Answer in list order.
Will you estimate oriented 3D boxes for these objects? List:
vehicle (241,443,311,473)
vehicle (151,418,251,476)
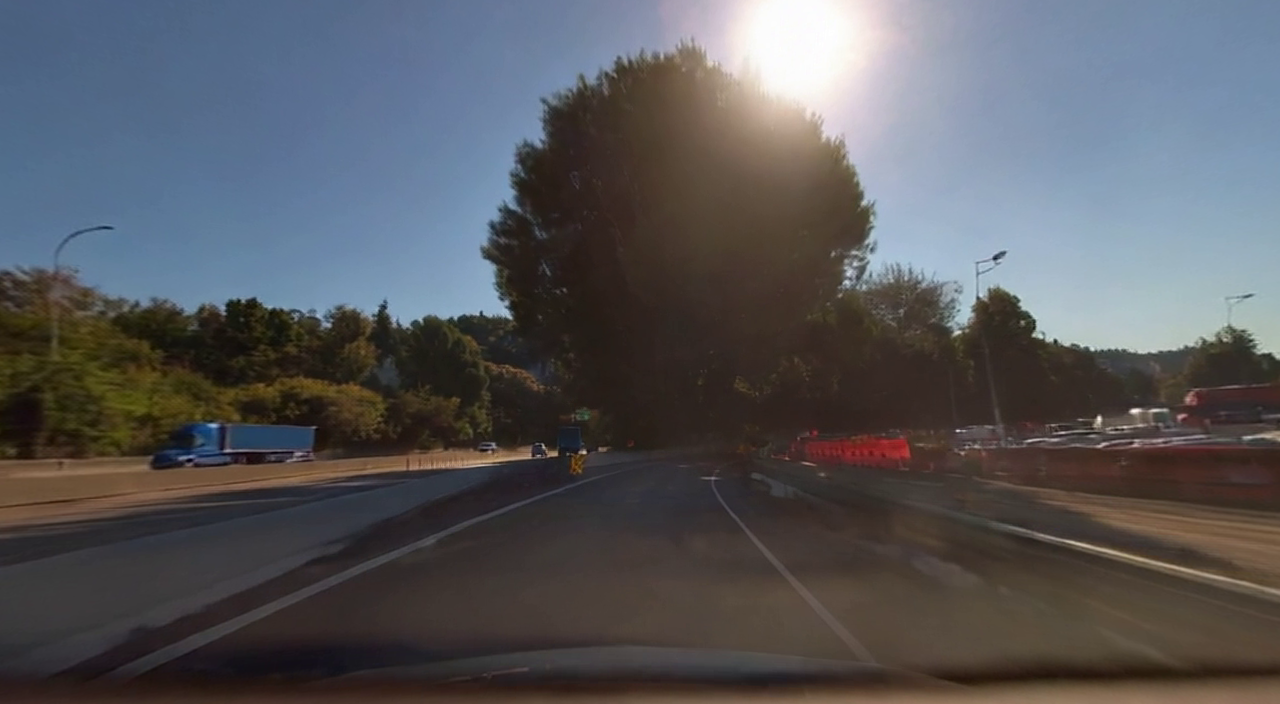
[{"bbox_3d":[-28.089,8.211,48.936,2.224,2.164,5.797,0,-9,-3],"label":"vehicle"},{"bbox_3d":[-31.539,6.899,45.624,2.949,3.867,5.938,0,-9,-3],"label":"vehicle"}]
